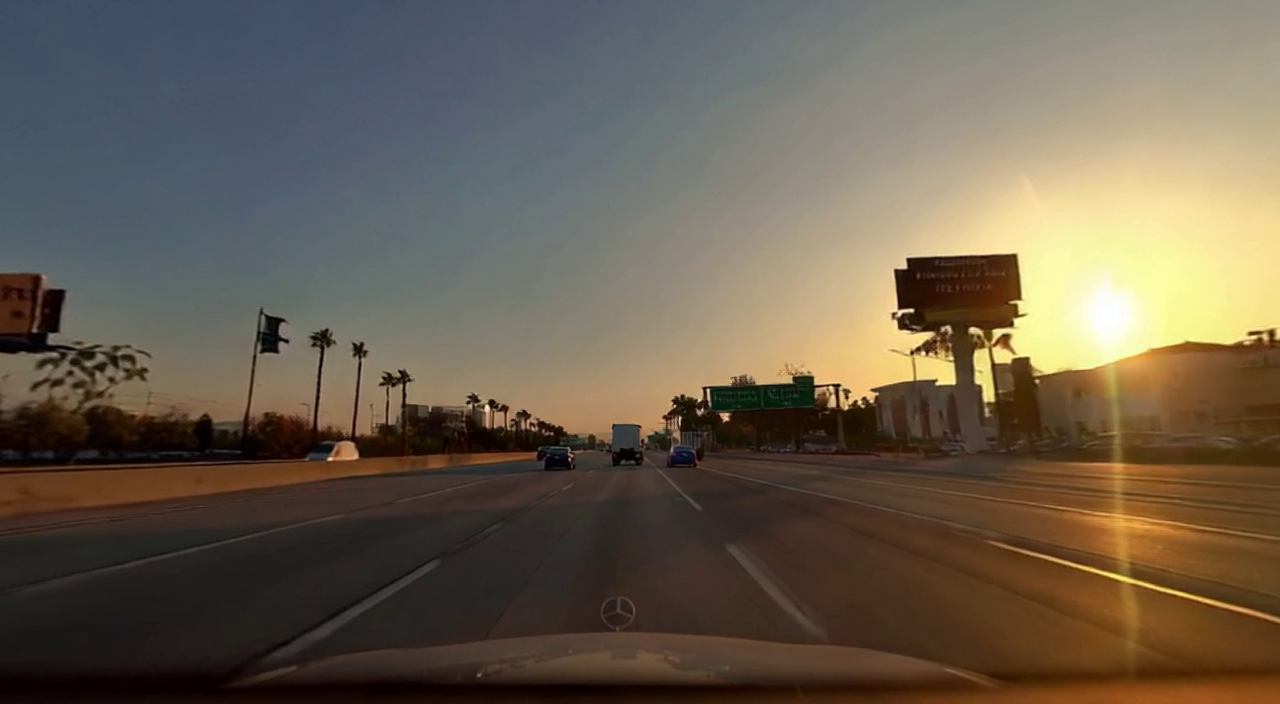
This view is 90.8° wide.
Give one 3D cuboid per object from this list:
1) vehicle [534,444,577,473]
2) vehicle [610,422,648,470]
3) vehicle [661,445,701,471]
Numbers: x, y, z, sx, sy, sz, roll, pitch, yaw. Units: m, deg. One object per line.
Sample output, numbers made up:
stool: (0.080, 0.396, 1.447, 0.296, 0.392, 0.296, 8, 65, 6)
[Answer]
vehicle: (-5.069, 6.431, 38.322, 2.021, 1.598, 4.887, 0, -9, -1)
vehicle: (-0.758, 6.325, 42.345, 2.364, 2.953, 6.495, 0, -9, -1)
vehicle: (2.644, 6.958, 41.809, 2.175, 1.598, 4.584, 0, -9, -2)
